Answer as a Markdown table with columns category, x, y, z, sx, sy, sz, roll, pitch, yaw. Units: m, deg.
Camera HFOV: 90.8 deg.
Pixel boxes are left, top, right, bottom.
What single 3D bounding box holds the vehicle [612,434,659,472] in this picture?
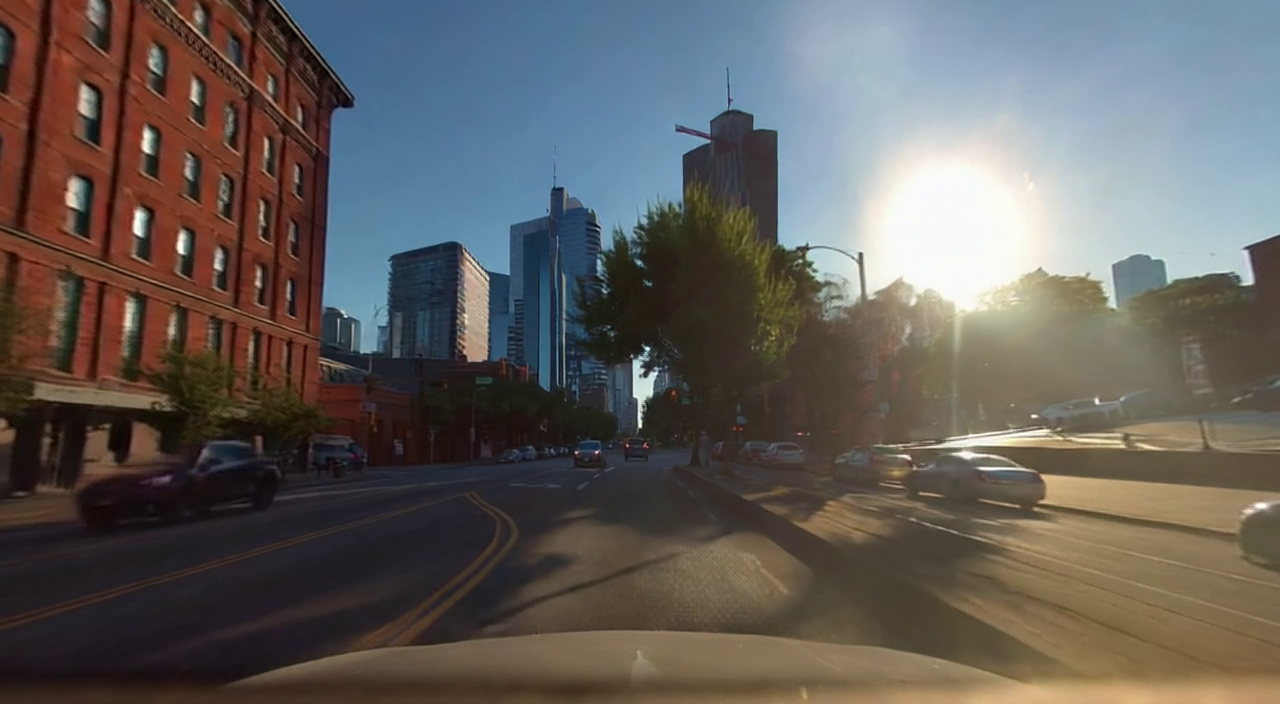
| category | x | y | z | sx | sy | sz | roll | pitch | yaw |
| --- | --- | --- | --- | --- | --- | --- | --- | --- | --- |
| vehicle | -0.228 | 5.339 | 33.453 | 2.329 | 1.842 | 4.537 | 0 | -8 | 0 |

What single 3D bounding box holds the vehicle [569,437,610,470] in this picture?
| category | x | y | z | sx | sy | sz | roll | pitch | yaw |
| --- | --- | --- | --- | --- | --- | --- | --- | --- | --- |
| vehicle | -2.960 | 6.039 | 37.843 | 2.297 | 1.812 | 4.244 | 0 | -8 | -3 |

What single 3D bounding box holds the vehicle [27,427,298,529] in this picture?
| category | x | y | z | sx | sy | sz | roll | pitch | yaw |
| --- | --- | --- | --- | --- | --- | --- | --- | --- | --- |
| vehicle | -9.795 | 2.594 | 13.642 | 2.212 | 1.784 | 4.626 | 0 | -8 | 0 |

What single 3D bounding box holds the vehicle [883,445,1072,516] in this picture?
| category | x | y | z | sx | sy | sz | roll | pitch | yaw |
| --- | --- | --- | --- | --- | --- | --- | --- | --- | --- |
| vehicle | 8.207 | 3.128 | 16.046 | 2.054 | 1.455 | 4.786 | 0 | -8 | -1 |

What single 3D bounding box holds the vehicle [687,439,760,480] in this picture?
| category | x | y | z | sx | sy | sz | roll | pitch | yaw |
| --- | --- | --- | --- | --- | --- | --- | --- | --- | --- |
| vehicle | 3.281 | 4.367 | 25.917 | 2.238 | 1.499 | 4.964 | 0 | -8 | -1 |

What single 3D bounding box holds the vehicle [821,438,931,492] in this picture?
| category | x | y | z | sx | sy | sz | roll | pitch | yaw |
| --- | --- | --- | --- | --- | --- | --- | --- | --- | --- |
| vehicle | 8.081 | 3.871 | 22.187 | 1.963 | 1.649 | 4.562 | 0 | -8 | -2 |

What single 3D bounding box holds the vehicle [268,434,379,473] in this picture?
| category | x | y | z | sx | sy | sz | roll | pitch | yaw |
| --- | --- | --- | --- | --- | --- | --- | --- | --- | --- |
| vehicle | -23.531 | 7.600 | 47.250 | 6.679 | 2.794 | 2.850 | 0 | -9 | 3 |

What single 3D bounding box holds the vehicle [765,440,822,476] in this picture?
| category | x | y | z | sx | sy | sz | roll | pitch | yaw |
| --- | --- | --- | --- | --- | --- | --- | --- | --- | --- |
| vehicle | 8.106 | 5.608 | 33.879 | 1.959 | 1.719 | 4.538 | 1 | -7 | 0 |
